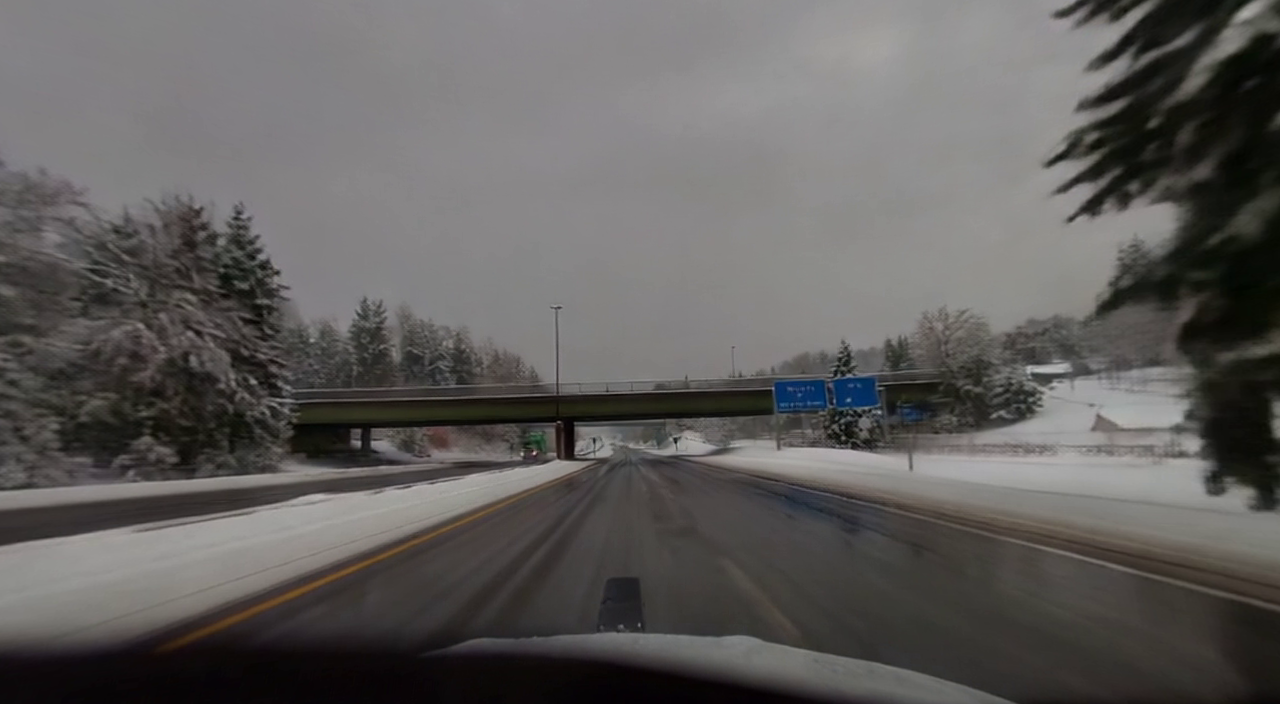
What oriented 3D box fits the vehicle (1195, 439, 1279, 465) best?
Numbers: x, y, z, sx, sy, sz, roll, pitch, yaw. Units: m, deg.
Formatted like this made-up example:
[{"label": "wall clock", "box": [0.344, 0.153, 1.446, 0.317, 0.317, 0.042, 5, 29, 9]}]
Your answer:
[{"label": "vehicle", "box": [41.618, 6.901, 43.566, 4.222, 1.708, 2.085, -1, -9, 5]}]
